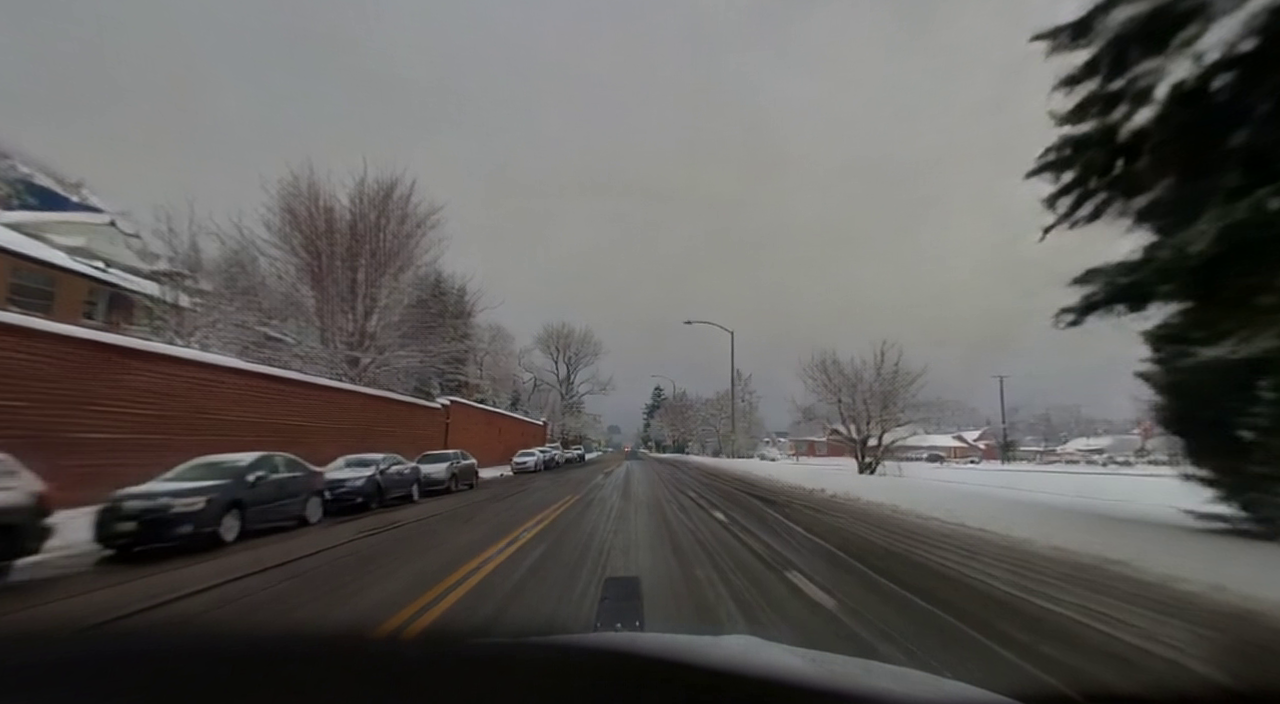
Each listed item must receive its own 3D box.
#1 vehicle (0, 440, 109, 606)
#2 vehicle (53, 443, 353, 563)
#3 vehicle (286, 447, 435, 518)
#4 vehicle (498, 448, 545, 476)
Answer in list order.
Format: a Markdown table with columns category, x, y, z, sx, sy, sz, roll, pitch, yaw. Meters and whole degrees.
| category | x | y | z | sx | sy | sz | roll | pitch | yaw |
| --- | --- | --- | --- | --- | --- | --- | --- | --- | --- |
| vehicle | -6.777 | 1.391 | 4.578 | 1.899 | 1.485 | 4.593 | 2 | -8 | -1 |
| vehicle | -6.855 | 2.336 | 10.700 | 1.779 | 1.473 | 4.510 | 1 | -8 | 1 |
| vehicle | -6.792 | 3.164 | 15.962 | 1.760 | 1.434 | 4.471 | 1 | -8 | -1 |
| vehicle | -7.072 | 6.613 | 38.165 | 1.989 | 1.485 | 4.218 | 2 | -8 | 0 |
